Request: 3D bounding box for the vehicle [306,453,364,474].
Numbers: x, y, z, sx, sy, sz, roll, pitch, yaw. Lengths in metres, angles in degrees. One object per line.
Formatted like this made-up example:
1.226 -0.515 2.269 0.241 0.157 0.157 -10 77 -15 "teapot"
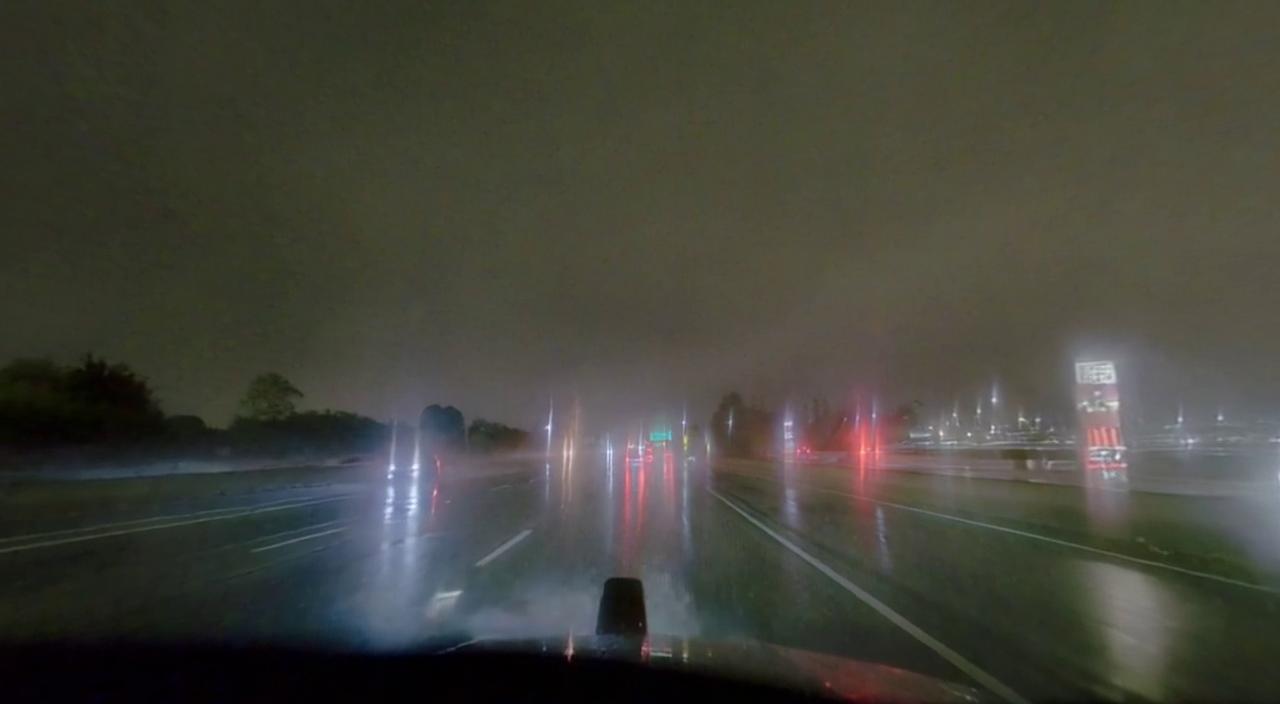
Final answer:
-22.647 8.305 46.982 2.033 1.455 4.424 0 -9 1 "vehicle"
